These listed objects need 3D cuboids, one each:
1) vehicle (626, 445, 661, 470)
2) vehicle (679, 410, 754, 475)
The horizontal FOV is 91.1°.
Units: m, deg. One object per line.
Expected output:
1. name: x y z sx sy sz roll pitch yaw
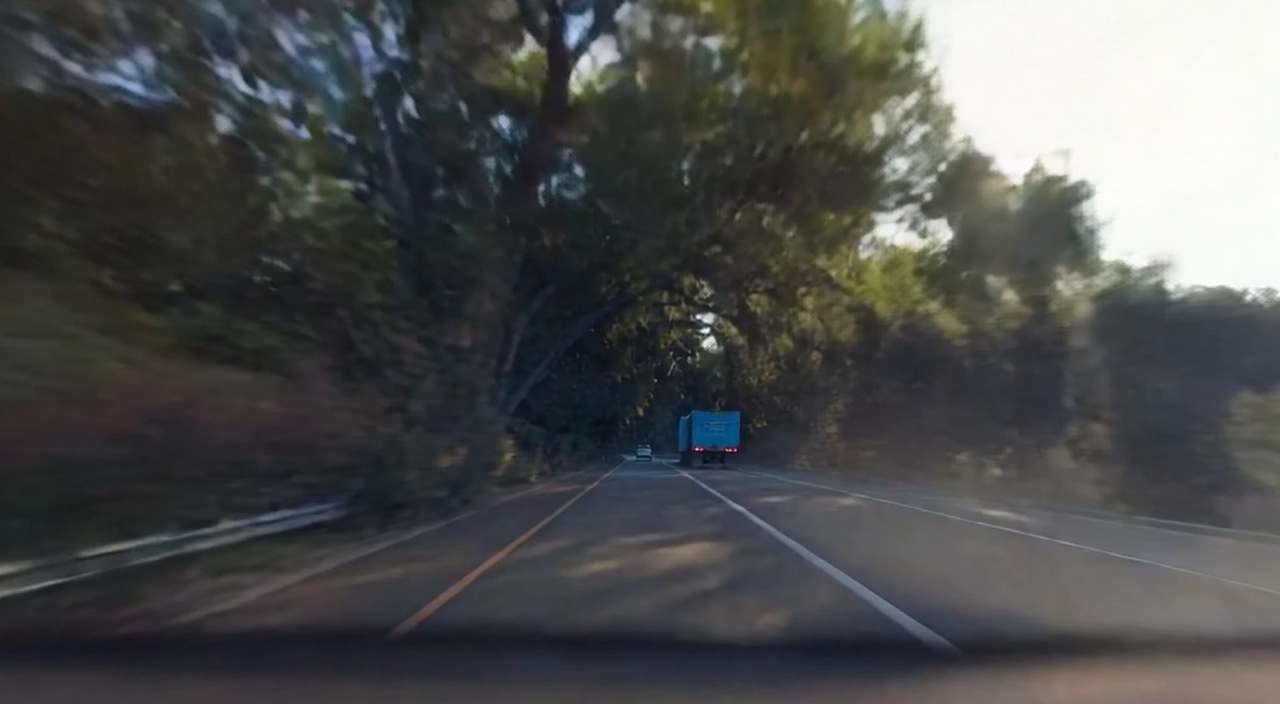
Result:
1. vehicle: 0.240 6.895 41.356 2.170 1.544 4.373 0 -8 0
2. vehicle: 4.008 5.067 35.076 3.015 3.211 7.982 0 -8 -1
